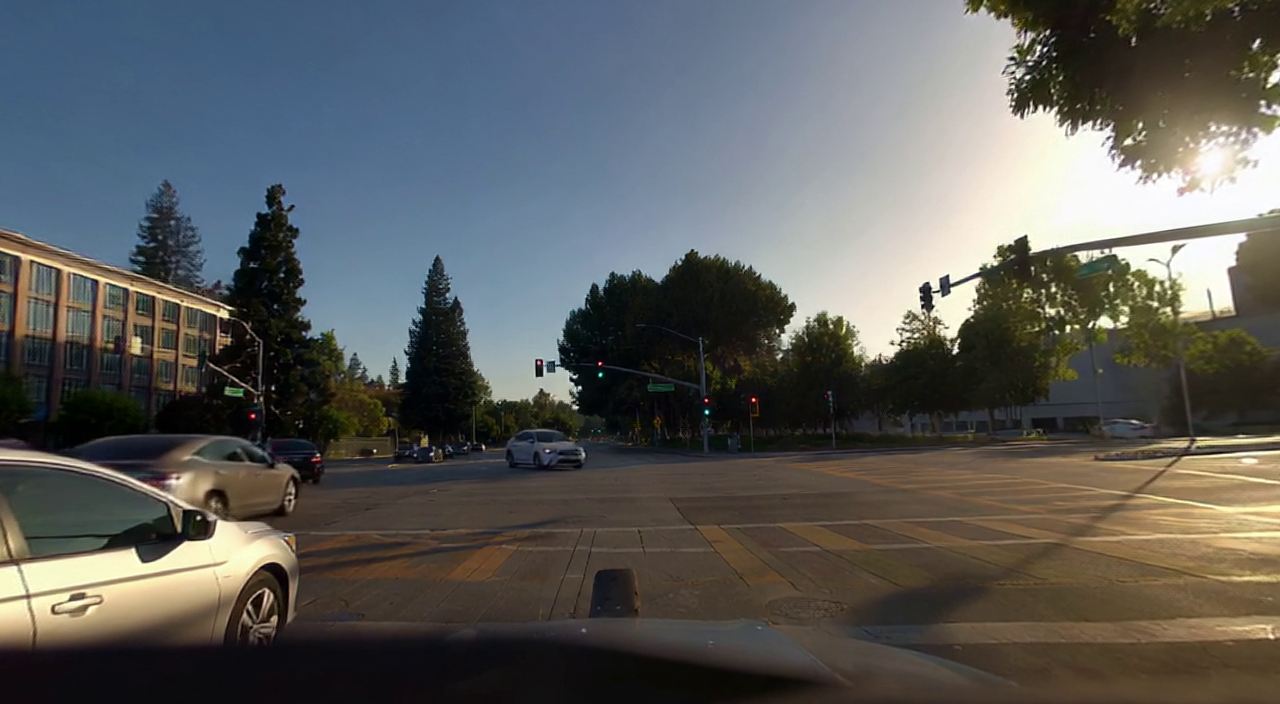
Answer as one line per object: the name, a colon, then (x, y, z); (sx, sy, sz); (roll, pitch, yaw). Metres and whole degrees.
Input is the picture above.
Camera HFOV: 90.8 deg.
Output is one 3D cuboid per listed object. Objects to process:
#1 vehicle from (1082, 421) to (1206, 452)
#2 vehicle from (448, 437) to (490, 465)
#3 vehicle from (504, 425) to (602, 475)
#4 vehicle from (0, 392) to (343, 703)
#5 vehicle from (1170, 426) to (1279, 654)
vehicle: (25.485, 4.307, 32.052); (4.660, 1.495, 2.007); (0, -8, -3)
vehicle: (-12.815, 7.415, 47.538); (2.051, 1.715, 4.346); (-3, -6, -2)
vehicle: (-3.743, 4.097, 26.500); (2.109, 1.871, 4.778); (6, -10, -35)
vehicle: (-3.075, 0.893, 2.148); (1.919, 1.478, 4.720); (0, -8, -1)
vehicle: (4.943, 0.984, 2.549); (1.949, 1.449, 4.530); (-1, -8, 5)
